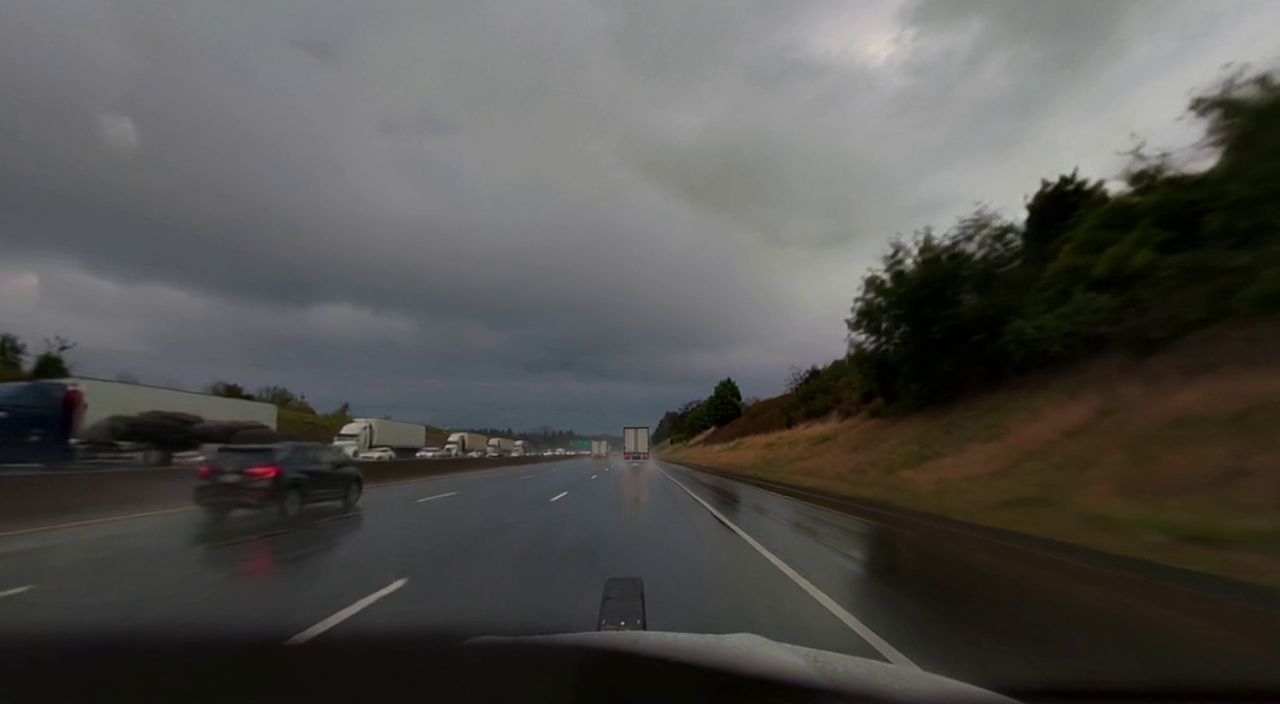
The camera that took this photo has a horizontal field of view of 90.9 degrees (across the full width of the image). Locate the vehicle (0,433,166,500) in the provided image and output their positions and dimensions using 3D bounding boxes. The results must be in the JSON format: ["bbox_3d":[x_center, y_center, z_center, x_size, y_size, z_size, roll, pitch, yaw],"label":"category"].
[{"bbox_3d":[-14.342,2.797,15.669,1.891,1.426,4.156,0,-9,-1],"label":"vehicle"}]

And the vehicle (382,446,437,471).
[{"bbox_3d":[-14.865,6.898,40.895,1.817,1.508,4.734,0,-9,0],"label":"vehicle"}]

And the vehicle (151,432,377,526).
[{"bbox_3d":[-7.575,2.599,13.393,2.004,1.629,4.506,0,-9,0],"label":"vehicle"}]

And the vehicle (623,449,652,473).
[{"bbox_3d":[-0.200,7.829,45.359,2.009,1.657,3.962,0,-9,-1],"label":"vehicle"}]
